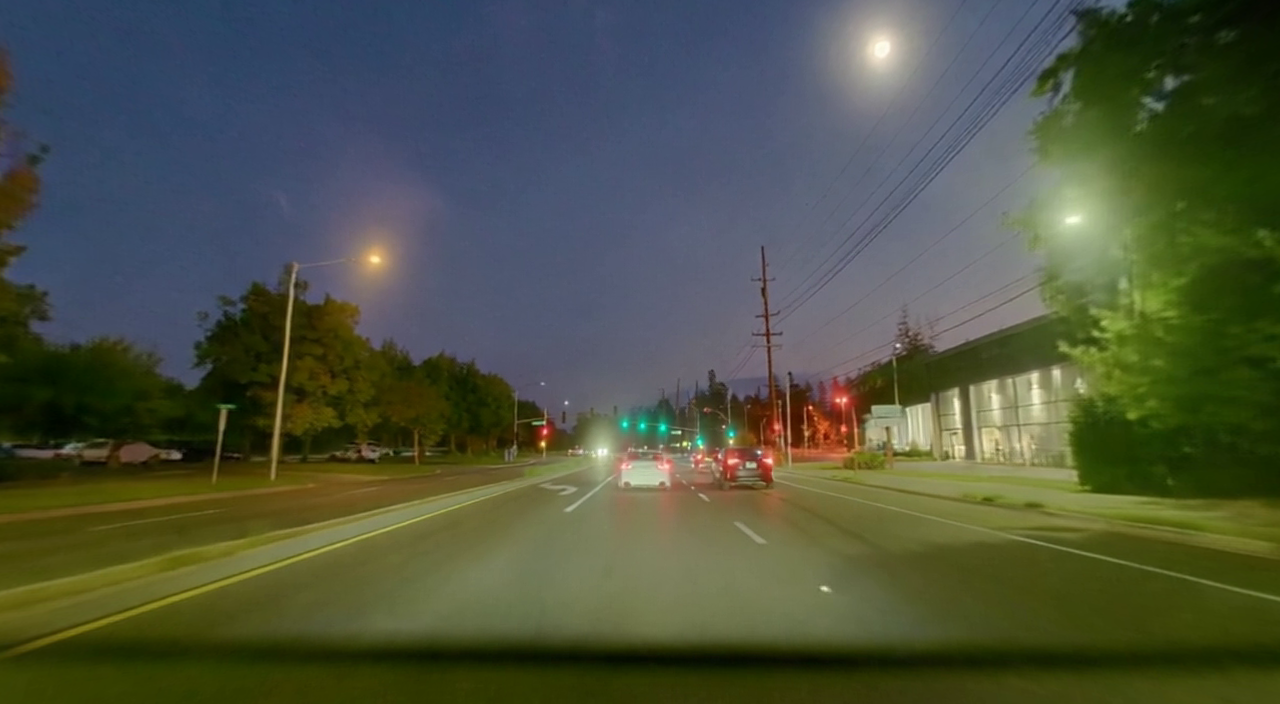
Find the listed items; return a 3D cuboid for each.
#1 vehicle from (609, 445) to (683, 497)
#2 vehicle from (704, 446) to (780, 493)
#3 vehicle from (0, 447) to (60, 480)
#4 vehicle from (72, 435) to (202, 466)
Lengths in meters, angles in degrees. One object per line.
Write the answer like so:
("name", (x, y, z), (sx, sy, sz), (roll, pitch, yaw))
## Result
("vehicle", (0.125, 3.717, 20.157), (2.144, 1.473, 4.028), (0, -8, -1))
("vehicle", (3.472, 4.073, 22.228), (1.985, 1.489, 4.036), (0, -8, -1))
("vehicle", (-30.225, 5.379, 30.634), (1.939, 1.459, 3.953), (5, -10, -29))
("vehicle", (-34.575, 6.784, 43.499), (6.282, 2.011, 3.033), (0, -8, -3))
